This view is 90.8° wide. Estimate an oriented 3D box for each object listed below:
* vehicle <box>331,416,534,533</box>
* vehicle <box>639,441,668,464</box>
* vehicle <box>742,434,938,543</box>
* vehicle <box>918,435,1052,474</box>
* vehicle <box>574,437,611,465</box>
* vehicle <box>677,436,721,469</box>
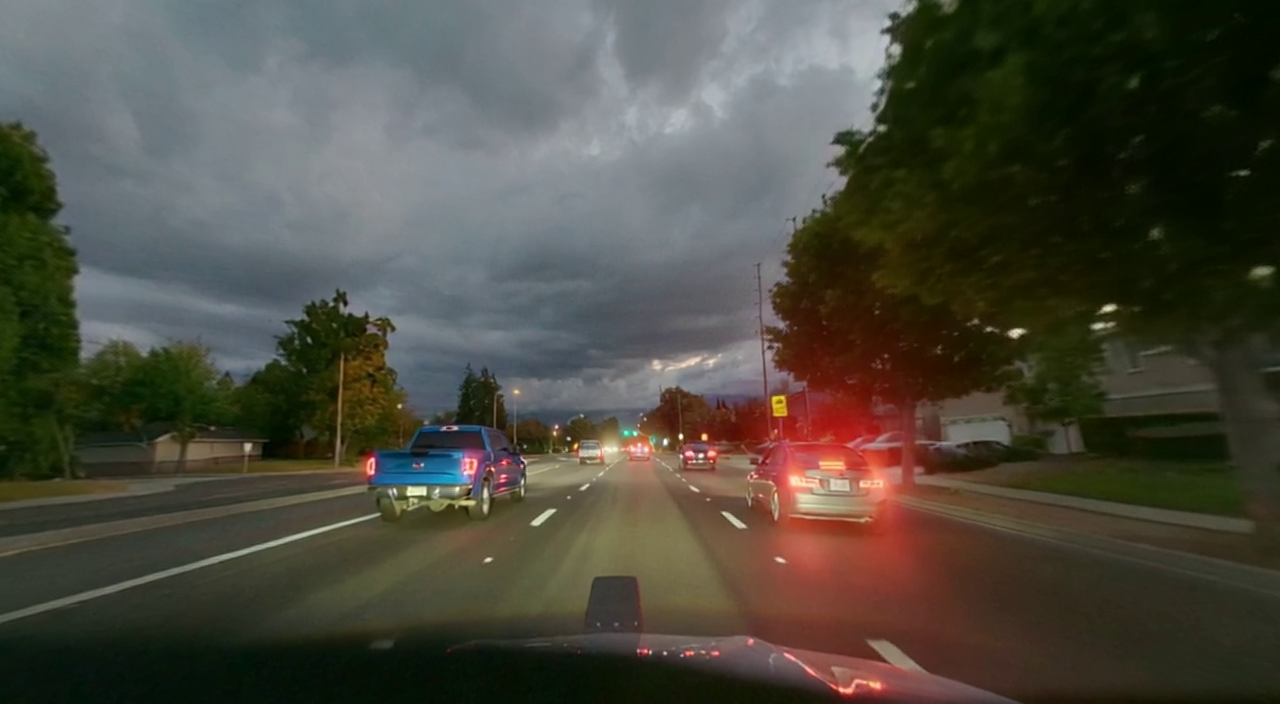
[{"bbox_3d":[-3.579,2.225,12.232,2.111,1.745,5.274,0,-8,0],"label":"vehicle"},{"bbox_3d":[1.000,7.560,47.880,1.997,1.636,3.760,0,-8,-2],"label":"vehicle"},{"bbox_3d":[3.065,2.161,10.735,1.884,1.463,4.195,0,-8,-1],"label":"vehicle"},{"bbox_3d":[13.796,4.111,25.477,4.300,1.487,1.877,0,-8,3],"label":"vehicle"},{"bbox_3d":[-3.290,6.919,44.341,2.218,1.829,4.492,0,-8,0],"label":"vehicle"},{"bbox_3d":[3.462,6.005,37.956,2.099,1.845,4.363,0,-8,-2],"label":"vehicle"}]
